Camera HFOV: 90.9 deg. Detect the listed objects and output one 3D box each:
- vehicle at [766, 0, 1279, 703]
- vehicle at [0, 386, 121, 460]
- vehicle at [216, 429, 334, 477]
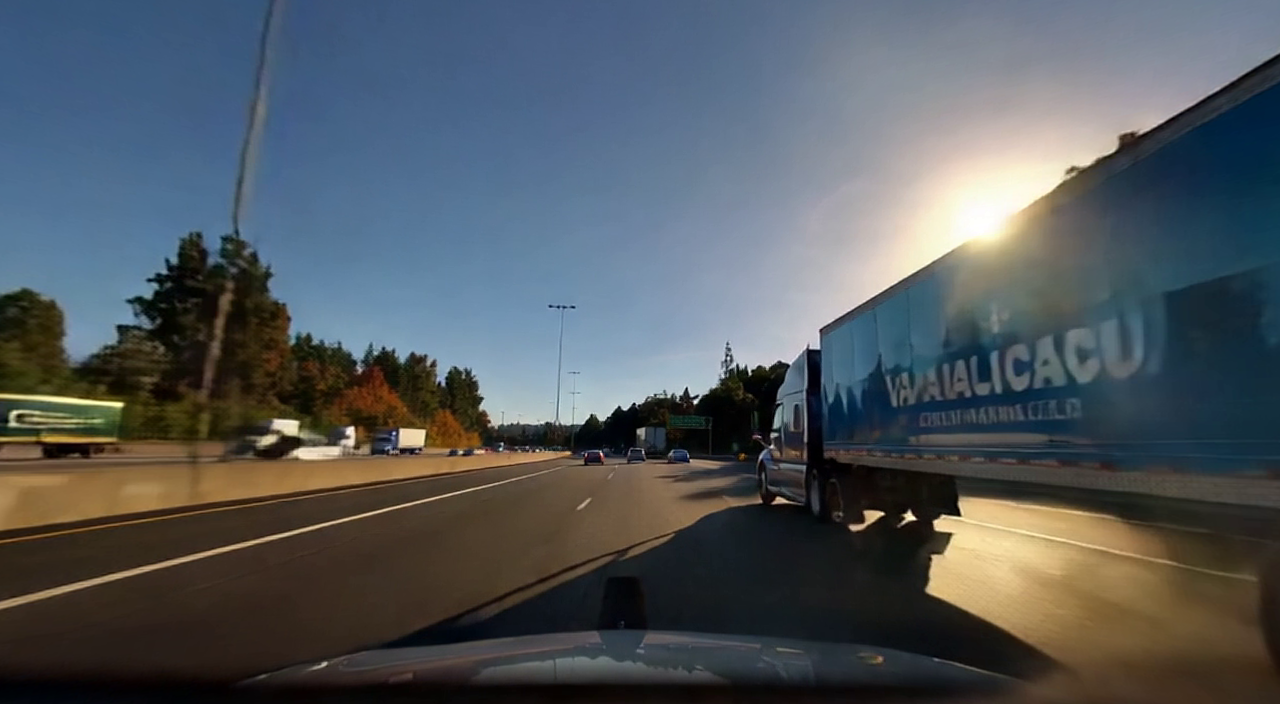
[{"bbox_3d":[4.401,0.404,6.961,2.847,4.075,14.244,0,-9,-1],"label":"vehicle"},{"bbox_3d":[-36.832,3.984,35.282,2.867,4.022,14.159,0,-9,3],"label":"vehicle"},{"bbox_3d":[-16.145,4.514,28.336,2.163,1.930,5.305,0,-9,-1],"label":"vehicle"}]
